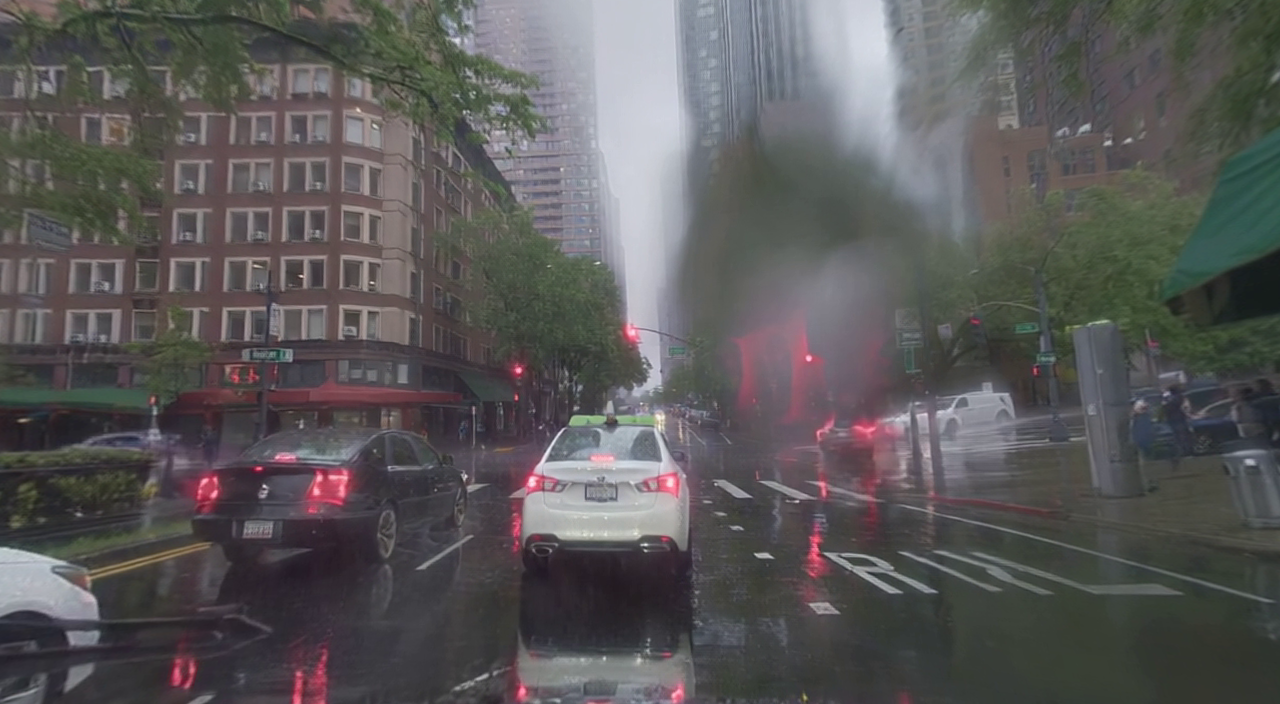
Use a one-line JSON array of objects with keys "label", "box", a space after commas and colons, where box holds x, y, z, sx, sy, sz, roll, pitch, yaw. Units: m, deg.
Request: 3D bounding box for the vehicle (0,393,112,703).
[{"label": "vehicle", "box": [-3.911, 0.709, 1.186, 1.995, 1.524, 4.438, 0, -8, 0]}]

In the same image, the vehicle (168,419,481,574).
[{"label": "vehicle", "box": [-3.684, 1.752, 8.469, 1.934, 1.522, 4.287, 0, -8, 0]}]

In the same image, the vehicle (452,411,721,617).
[{"label": "vehicle", "box": [-0.412, 1.497, 6.727, 1.999, 1.520, 3.896, 0, -8, 0]}]

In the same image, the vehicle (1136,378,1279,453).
[{"label": "vehicle", "box": [21.646, 2.354, 22.873, 5.863, 2.493, 2.354, 2, -9, -12]}]

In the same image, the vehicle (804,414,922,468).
[{"label": "vehicle", "box": [7.783, 3.094, 21.854, 4.392, 1.667, 1.958, 8, -11, -43]}]

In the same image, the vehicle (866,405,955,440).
[{"label": "vehicle", "box": [14.943, 3.933, 34.892, 4.657, 1.769, 1.979, 4, -10, -28]}]
